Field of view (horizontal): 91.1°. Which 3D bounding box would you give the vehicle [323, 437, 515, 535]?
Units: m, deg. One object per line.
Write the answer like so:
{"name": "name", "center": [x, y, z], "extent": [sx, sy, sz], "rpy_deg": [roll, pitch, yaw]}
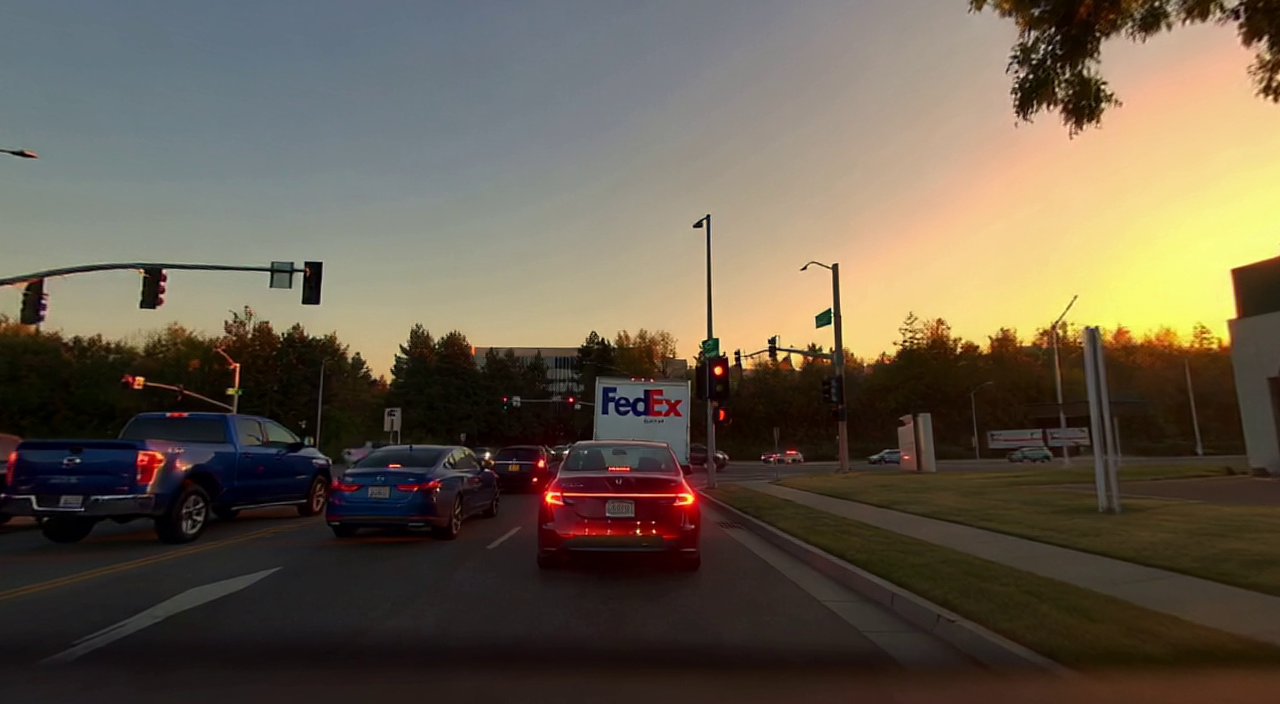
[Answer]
{"name": "vehicle", "center": [-3.864, 2.402, 11.942], "extent": [1.949, 1.487, 4.390], "rpy_deg": [0, -9, 1]}

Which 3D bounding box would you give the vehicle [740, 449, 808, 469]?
{"name": "vehicle", "center": [10.354, 8.281, 48.669], "extent": [4.841, 1.494, 1.829], "rpy_deg": [1, -9, -5]}

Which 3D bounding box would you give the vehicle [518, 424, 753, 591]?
{"name": "vehicle", "center": [-0.040, 1.748, 7.944], "extent": [2.145, 1.513, 4.269], "rpy_deg": [0, -9, 0]}

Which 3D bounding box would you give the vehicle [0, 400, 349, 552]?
{"name": "vehicle", "center": [-7.278, 1.979, 10.740], "extent": [2.125, 1.893, 5.498], "rpy_deg": [0, -9, -2]}
